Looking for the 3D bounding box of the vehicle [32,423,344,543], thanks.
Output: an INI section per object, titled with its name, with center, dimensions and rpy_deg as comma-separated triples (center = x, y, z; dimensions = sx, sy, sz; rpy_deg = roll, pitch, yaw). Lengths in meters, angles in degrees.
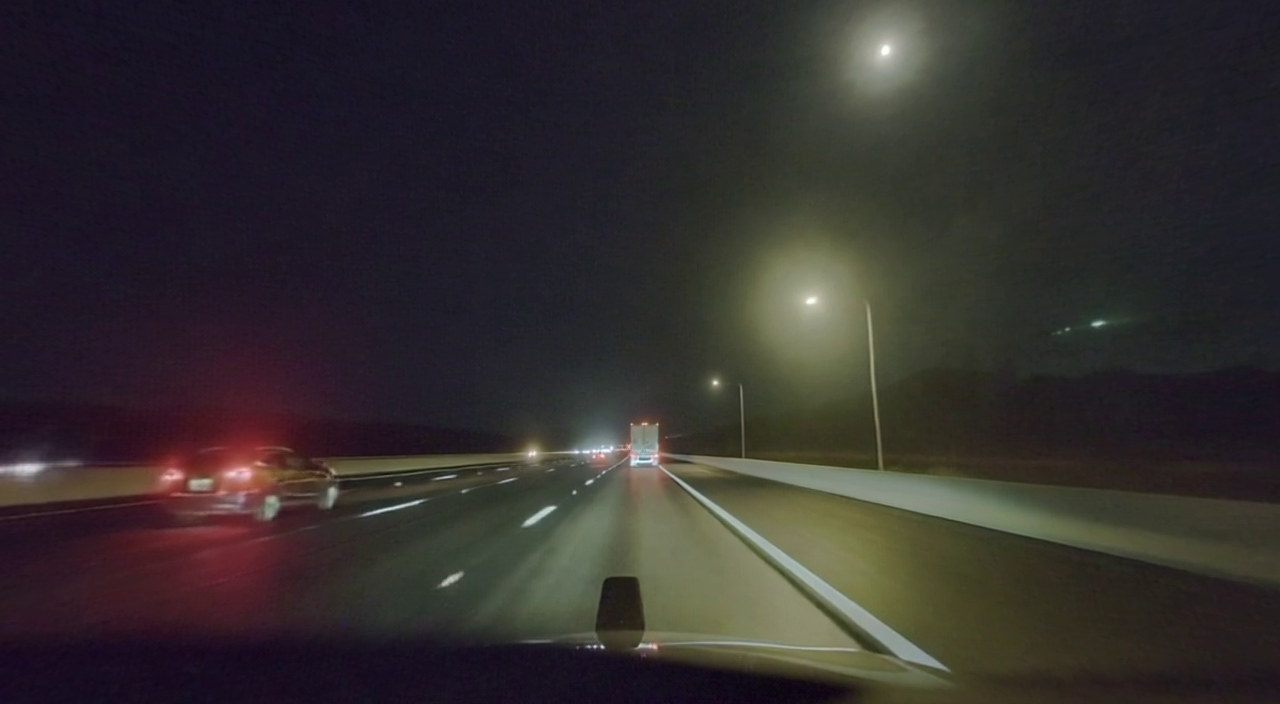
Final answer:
[vehicle]
center = -7.606, 2.252, 11.459
dimensions = 2.067, 1.676, 4.789
rpy_deg = 0, -9, 1
